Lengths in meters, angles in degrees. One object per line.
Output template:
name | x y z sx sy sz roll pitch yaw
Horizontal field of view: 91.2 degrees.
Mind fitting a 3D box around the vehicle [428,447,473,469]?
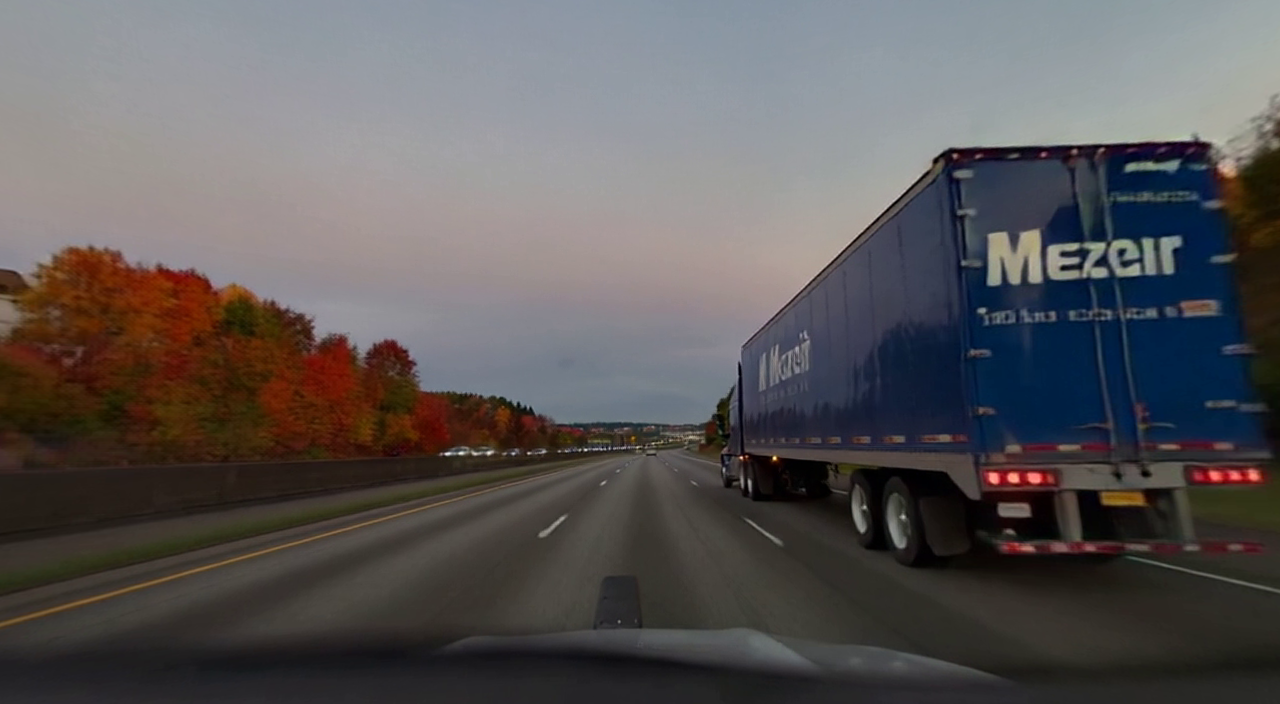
vehicle | -14.880 8.297 49.359 2.075 1.608 4.299 -1 -9 2

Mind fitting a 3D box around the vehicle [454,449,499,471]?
vehicle | -11.522 7.610 44.365 1.911 1.494 4.303 -1 -9 2

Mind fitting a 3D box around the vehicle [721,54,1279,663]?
vehicle | 4.105 1.179 12.261 3.003 3.880 16.814 0 -9 1
